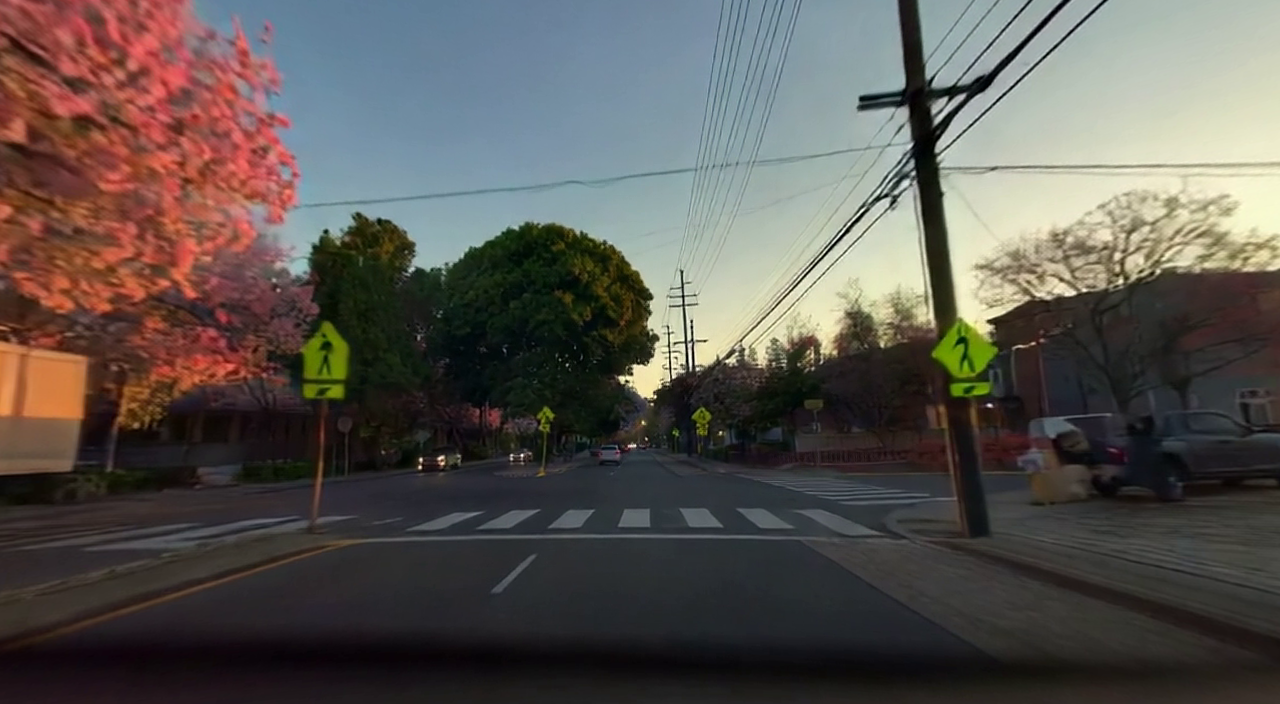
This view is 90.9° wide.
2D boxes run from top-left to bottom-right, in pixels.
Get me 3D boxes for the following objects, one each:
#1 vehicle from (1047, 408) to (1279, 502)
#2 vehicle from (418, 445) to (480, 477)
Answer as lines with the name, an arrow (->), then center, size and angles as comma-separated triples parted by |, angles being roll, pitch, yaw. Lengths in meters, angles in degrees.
vehicle -> 12.369, 2.229, 13.891 | 5.666, 1.815, 2.137 | 2, -9, -12
vehicle -> -10.638, 6.061, 35.471 | 1.993, 1.661, 4.756 | 0, -9, 0
